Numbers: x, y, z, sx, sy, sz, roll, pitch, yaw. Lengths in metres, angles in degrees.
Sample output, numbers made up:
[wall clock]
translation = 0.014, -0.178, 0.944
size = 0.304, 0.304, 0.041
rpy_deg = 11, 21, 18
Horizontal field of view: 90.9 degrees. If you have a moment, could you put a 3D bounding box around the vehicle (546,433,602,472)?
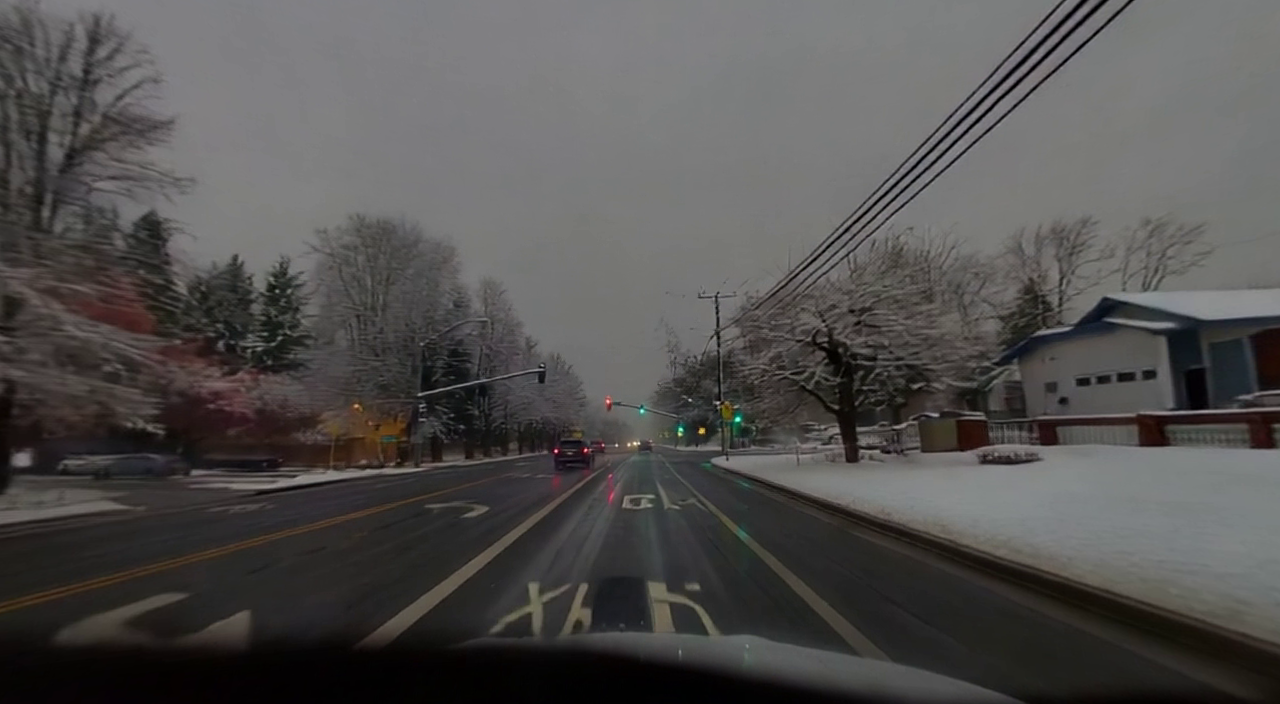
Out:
[vehicle]
translation = -3.046, 4.808, 30.239
size = 2.084, 1.701, 4.734
rpy_deg = 0, -8, 1
